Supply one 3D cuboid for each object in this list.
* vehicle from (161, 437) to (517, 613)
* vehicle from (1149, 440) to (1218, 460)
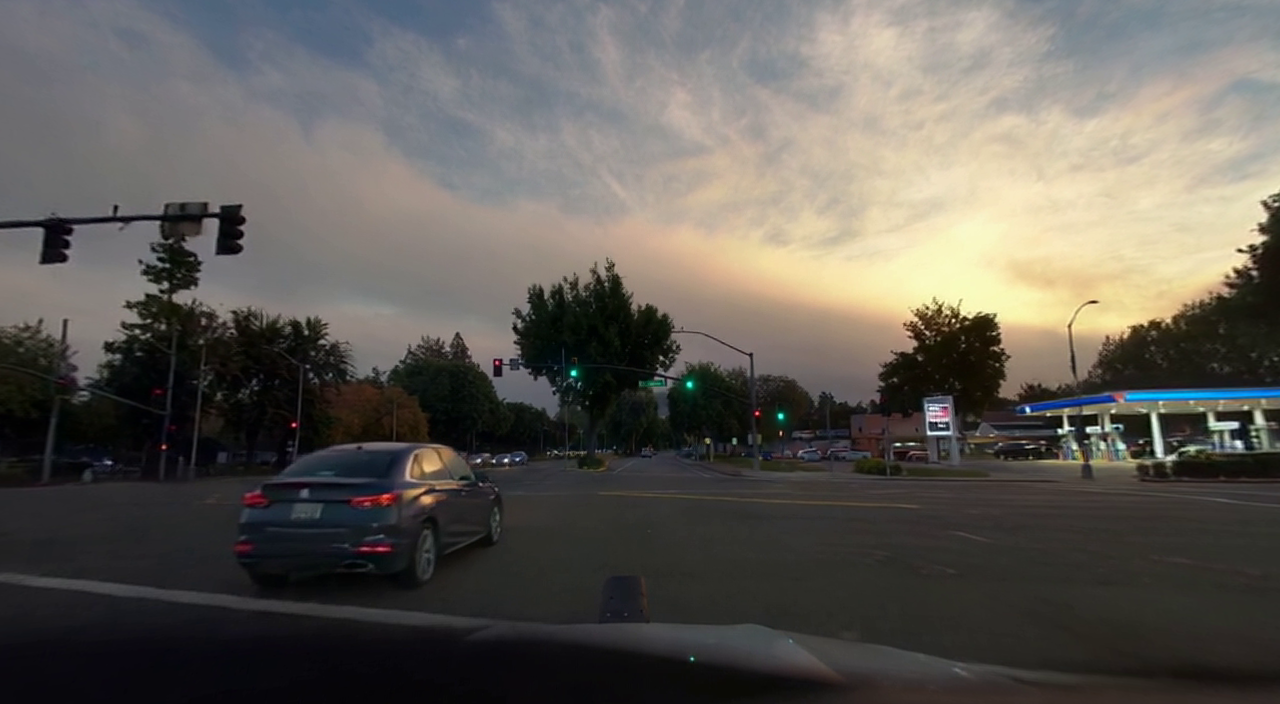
[{"bbox_3d":[-3.022,1.821,7.705,2.041,1.483,4.533,0,-9,1],"label":"vehicle"},{"bbox_3d":[40.422,7.327,46.905,3.518,1.433,1.763,1,-9,-5],"label":"vehicle"}]
